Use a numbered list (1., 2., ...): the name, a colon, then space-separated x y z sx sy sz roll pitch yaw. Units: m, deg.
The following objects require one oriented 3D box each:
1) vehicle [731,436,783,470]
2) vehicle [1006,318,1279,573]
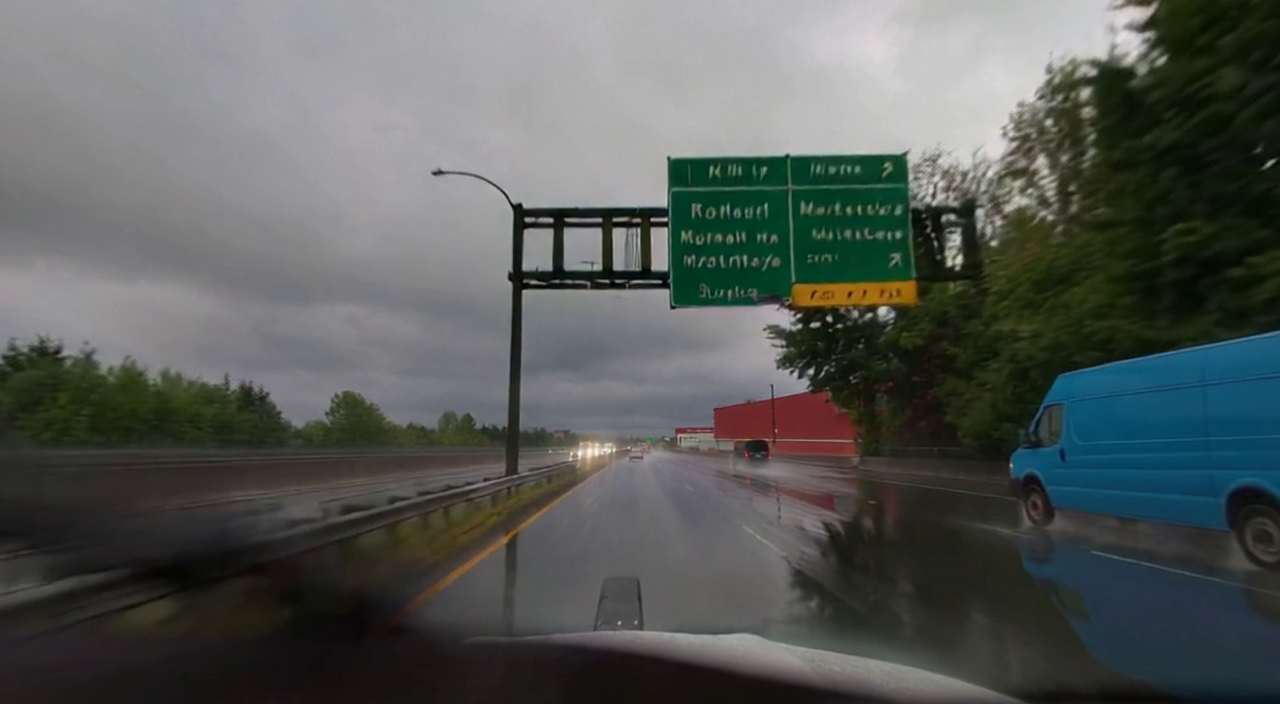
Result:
1. vehicle: 7.095 6.238 38.793 2.156 1.943 5.010 0 -9 -1
2. vehicle: 7.804 1.219 8.149 2.283 2.631 6.053 0 -9 -1
